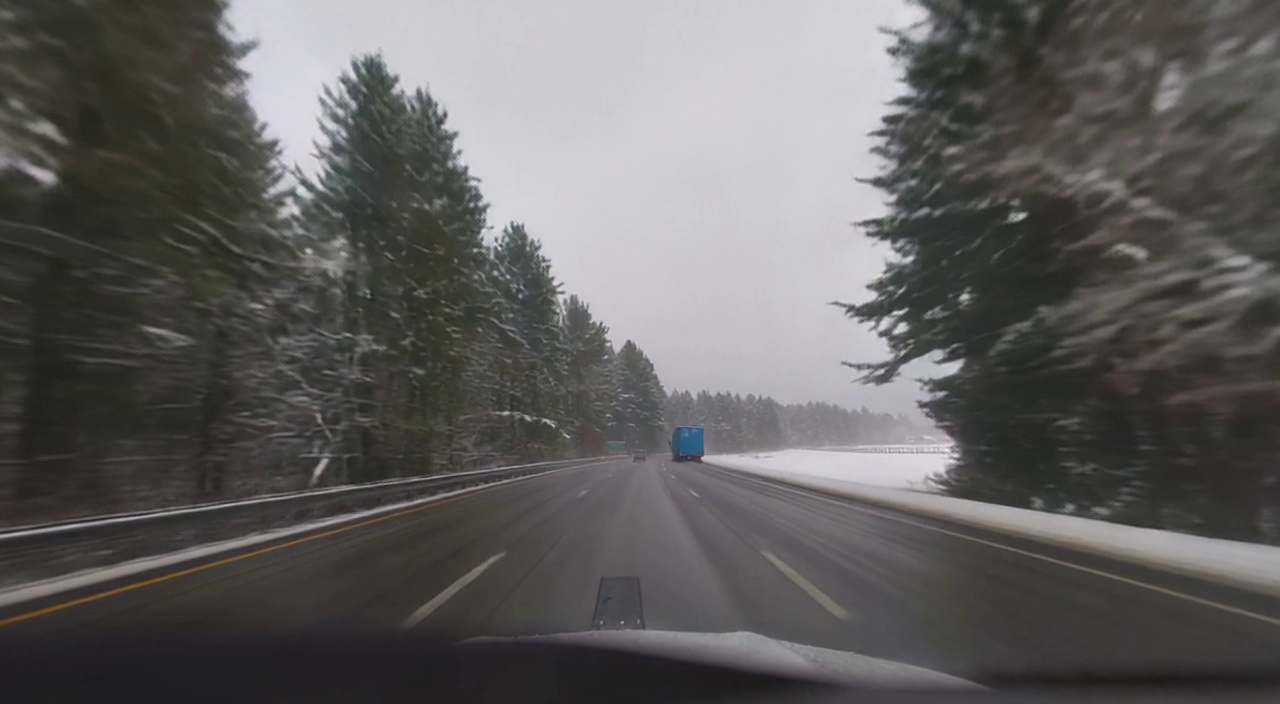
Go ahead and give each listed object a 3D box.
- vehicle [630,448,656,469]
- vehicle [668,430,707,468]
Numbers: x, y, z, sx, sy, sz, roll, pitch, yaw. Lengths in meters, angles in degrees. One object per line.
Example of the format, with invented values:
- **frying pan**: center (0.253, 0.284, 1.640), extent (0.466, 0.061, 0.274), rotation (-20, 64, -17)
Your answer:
- **vehicle**: center (0.237, 8.022, 47.466), extent (1.900, 1.497, 3.732), rotation (0, -9, 1)
- **vehicle**: center (3.666, 7.685, 49.947), extent (2.572, 2.795, 5.978), rotation (0, -9, -1)
